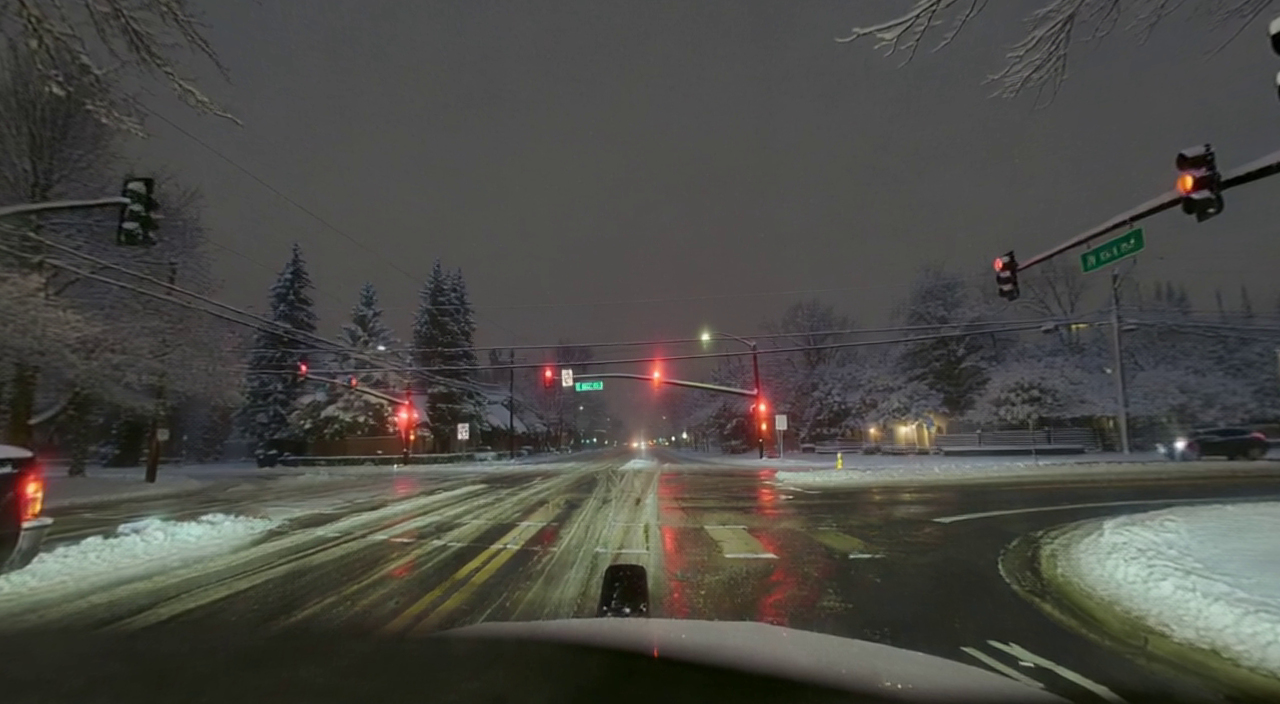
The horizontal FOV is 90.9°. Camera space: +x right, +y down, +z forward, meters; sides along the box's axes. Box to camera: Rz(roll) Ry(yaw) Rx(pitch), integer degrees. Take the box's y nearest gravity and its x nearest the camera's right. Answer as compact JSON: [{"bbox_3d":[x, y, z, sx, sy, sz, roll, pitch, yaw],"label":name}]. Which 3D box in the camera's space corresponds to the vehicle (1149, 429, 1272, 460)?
[{"bbox_3d":[27.832,4.541,30.908,3.952,1.468,1.768,-3,-9,21],"label":"vehicle"}]
